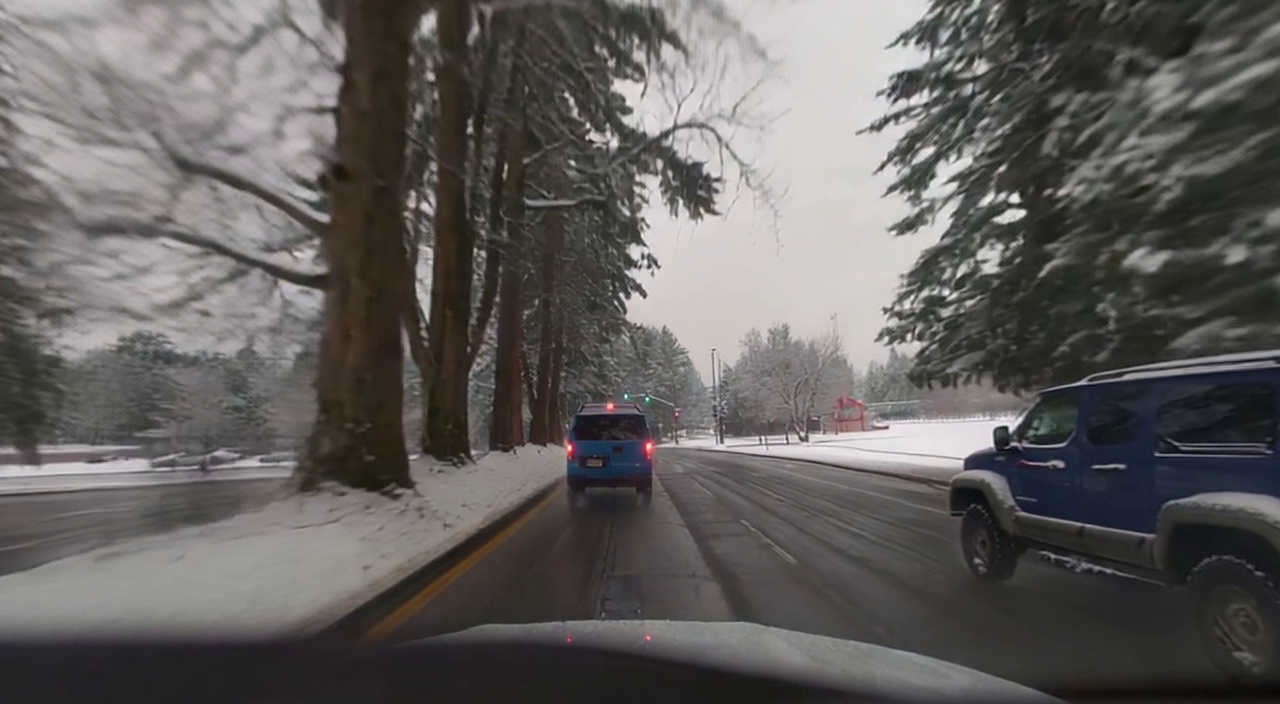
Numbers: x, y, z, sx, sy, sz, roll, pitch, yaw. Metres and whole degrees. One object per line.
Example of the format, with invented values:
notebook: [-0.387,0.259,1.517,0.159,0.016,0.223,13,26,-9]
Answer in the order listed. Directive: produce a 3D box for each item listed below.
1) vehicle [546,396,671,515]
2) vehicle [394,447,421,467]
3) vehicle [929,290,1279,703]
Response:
vehicle: [-0.517,2.102,13.124,2.145,2.046,4.309,0,-9,1]
vehicle: [-18.073,8.163,49.224,1.833,1.504,4.141,3,-9,-18]
vehicle: [3.753,0.862,3.928,1.988,1.873,3.968,0,-9,0]
